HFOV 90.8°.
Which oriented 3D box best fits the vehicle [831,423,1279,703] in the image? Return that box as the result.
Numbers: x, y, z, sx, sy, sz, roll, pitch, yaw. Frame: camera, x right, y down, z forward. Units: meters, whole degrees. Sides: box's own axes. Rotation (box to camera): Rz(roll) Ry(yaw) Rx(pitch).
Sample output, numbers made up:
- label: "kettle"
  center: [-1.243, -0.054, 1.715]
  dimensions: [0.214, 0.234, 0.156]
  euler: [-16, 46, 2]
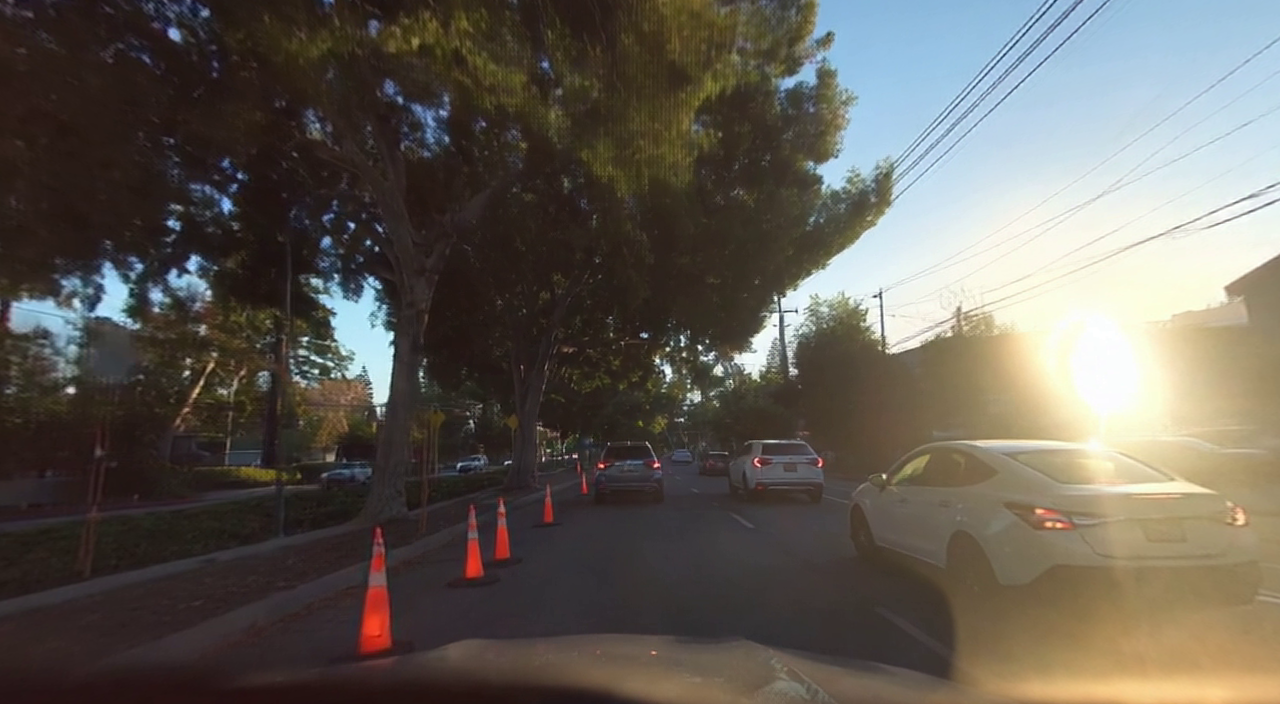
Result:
- label: "vehicle"
  center: [3.423, 1.443, 5.589]
  dimensions: [1.977, 1.460, 4.565]
  euler: [0, -8, -1]

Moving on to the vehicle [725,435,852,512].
- label: "vehicle"
  center: [3.763, 3.160, 17.016]
  dimensions: [2.116, 1.726, 4.672]
  euler: [0, -8, -2]

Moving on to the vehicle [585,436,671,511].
- label: "vehicle"
  center: [-0.316, 3.194, 17.103]
  dimensions: [2.050, 1.745, 3.915]
  euler: [-1, -8, 0]

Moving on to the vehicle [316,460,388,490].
- label: "vehicle"
  center: [-16.306, 6.996, 36.097]
  dimensions: [1.973, 1.457, 4.564]
  euler: [-1, -8, 0]
